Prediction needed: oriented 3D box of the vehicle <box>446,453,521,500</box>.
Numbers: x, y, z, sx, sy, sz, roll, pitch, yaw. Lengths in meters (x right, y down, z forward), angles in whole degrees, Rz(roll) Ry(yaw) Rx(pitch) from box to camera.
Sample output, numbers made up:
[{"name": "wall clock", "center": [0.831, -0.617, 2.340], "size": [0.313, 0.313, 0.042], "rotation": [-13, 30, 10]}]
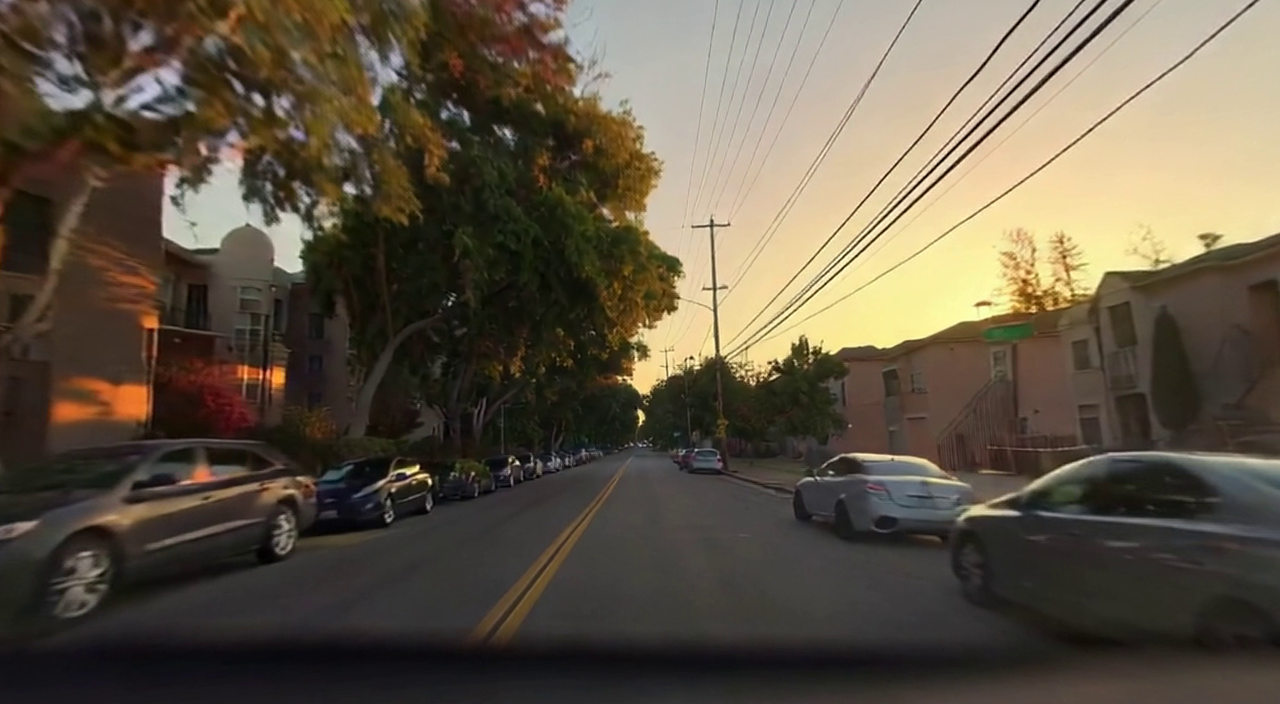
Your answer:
[{"name": "vehicle", "center": [-6.184, 4.944, 25.341], "size": [1.912, 1.521, 4.326], "rotation": [-3, -8, 0]}]

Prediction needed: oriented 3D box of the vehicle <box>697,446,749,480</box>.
[{"name": "vehicle", "center": [3.975, 5.359, 30.671], "size": [1.883, 1.527, 3.828], "rotation": [0, -9, -1]}]

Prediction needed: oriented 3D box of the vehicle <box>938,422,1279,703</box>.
[{"name": "vehicle", "center": [3.878, 1.219, 3.931], "size": [1.846, 1.464, 4.420], "rotation": [0, -9, 0]}]

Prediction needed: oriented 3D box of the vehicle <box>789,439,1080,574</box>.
[{"name": "vehicle", "center": [3.788, 2.052, 9.225], "size": [2.013, 1.463, 4.523], "rotation": [0, -9, -1]}]

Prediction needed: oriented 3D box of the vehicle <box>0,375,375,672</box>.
[{"name": "vehicle", "center": [-6.124, 1.833, 8.020], "size": [2.555, 2.236, 6.491], "rotation": [-6, -7, 0]}]
